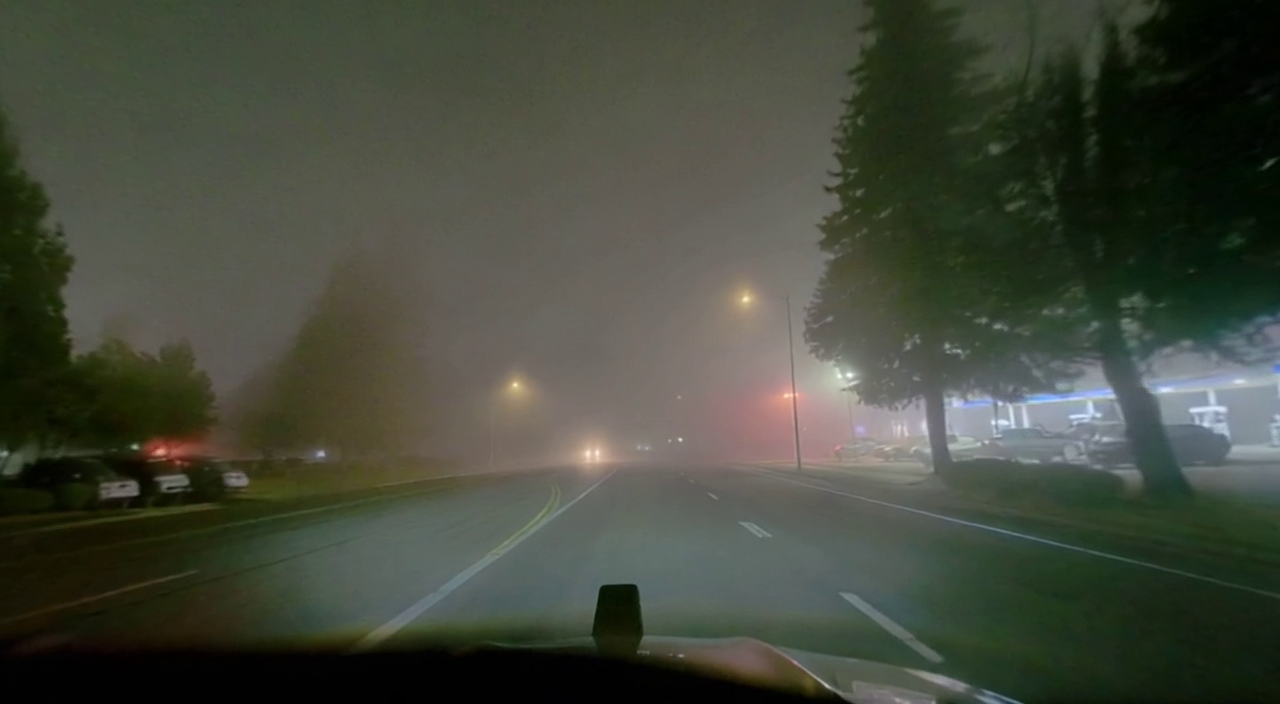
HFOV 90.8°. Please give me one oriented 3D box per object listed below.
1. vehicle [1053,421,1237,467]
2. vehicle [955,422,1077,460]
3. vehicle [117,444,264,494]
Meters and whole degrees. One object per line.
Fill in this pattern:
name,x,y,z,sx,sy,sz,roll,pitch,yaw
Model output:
vehicle,17.241,3.174,21.778,4.545,1.443,1.976,-1,-8,2
vehicle,17.613,4.176,29.749,4.426,1.700,2.077,0,-8,-4
vehicle,-19.822,5.153,28.338,2.280,1.968,5.805,0,-8,0
